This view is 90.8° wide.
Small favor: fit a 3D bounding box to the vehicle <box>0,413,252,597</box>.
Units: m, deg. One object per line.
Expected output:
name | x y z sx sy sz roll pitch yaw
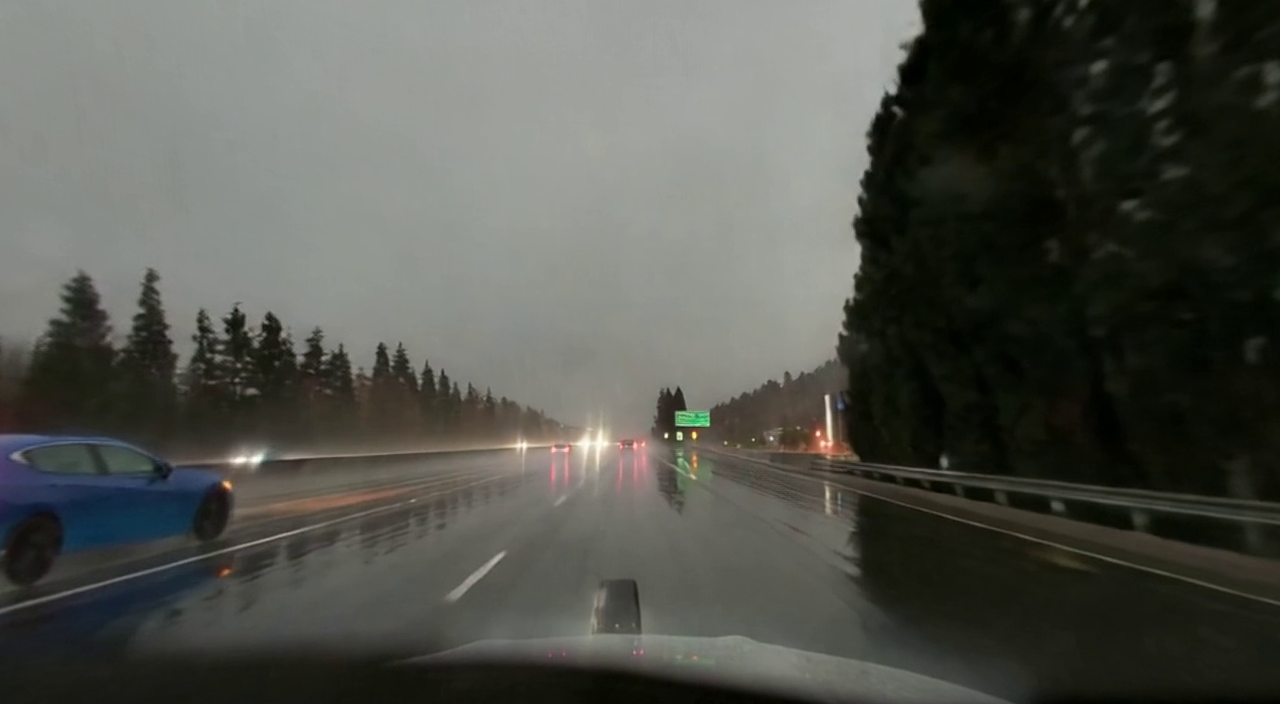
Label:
vehicle | -6.670 1.533 6.747 2.016 1.606 4.806 0 -9 0
